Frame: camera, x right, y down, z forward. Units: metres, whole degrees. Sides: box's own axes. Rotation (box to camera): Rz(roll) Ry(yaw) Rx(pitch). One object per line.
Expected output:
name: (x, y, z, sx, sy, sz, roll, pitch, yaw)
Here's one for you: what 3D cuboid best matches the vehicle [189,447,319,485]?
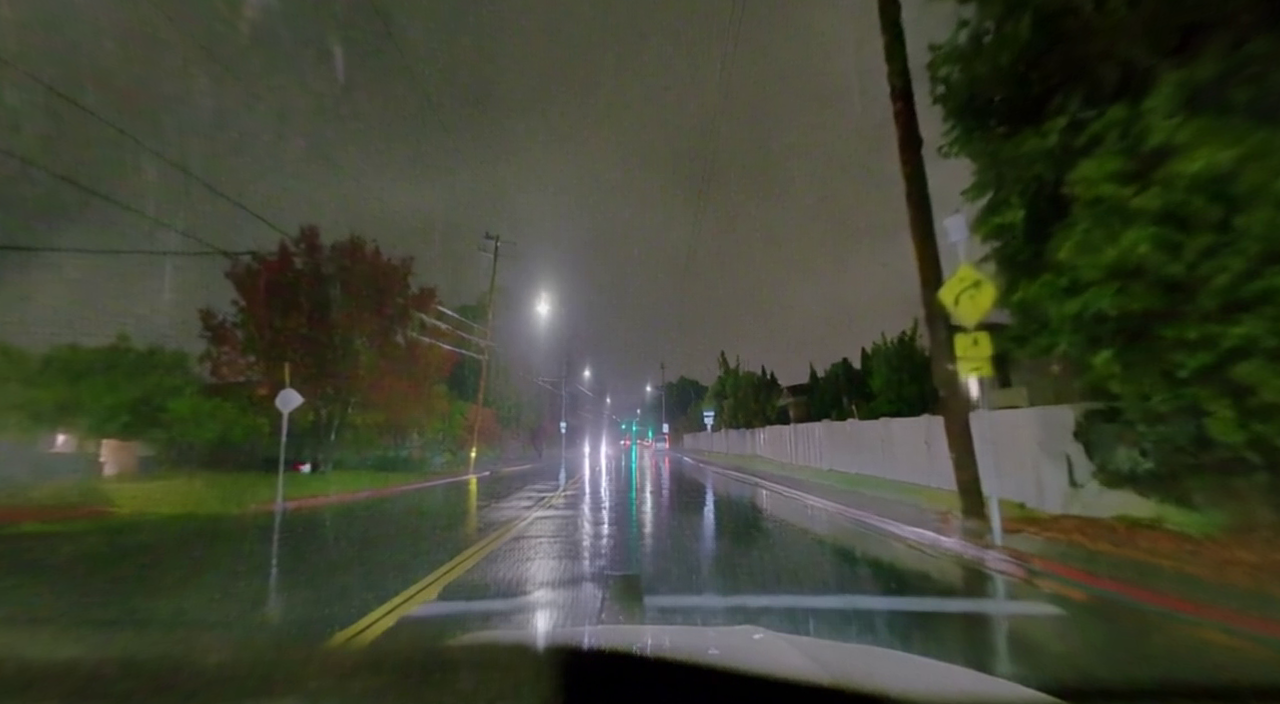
vehicle: (-18.628, 5.525, 30.693, 4.874, 1.675, 2.197, -1, -9, -1)
